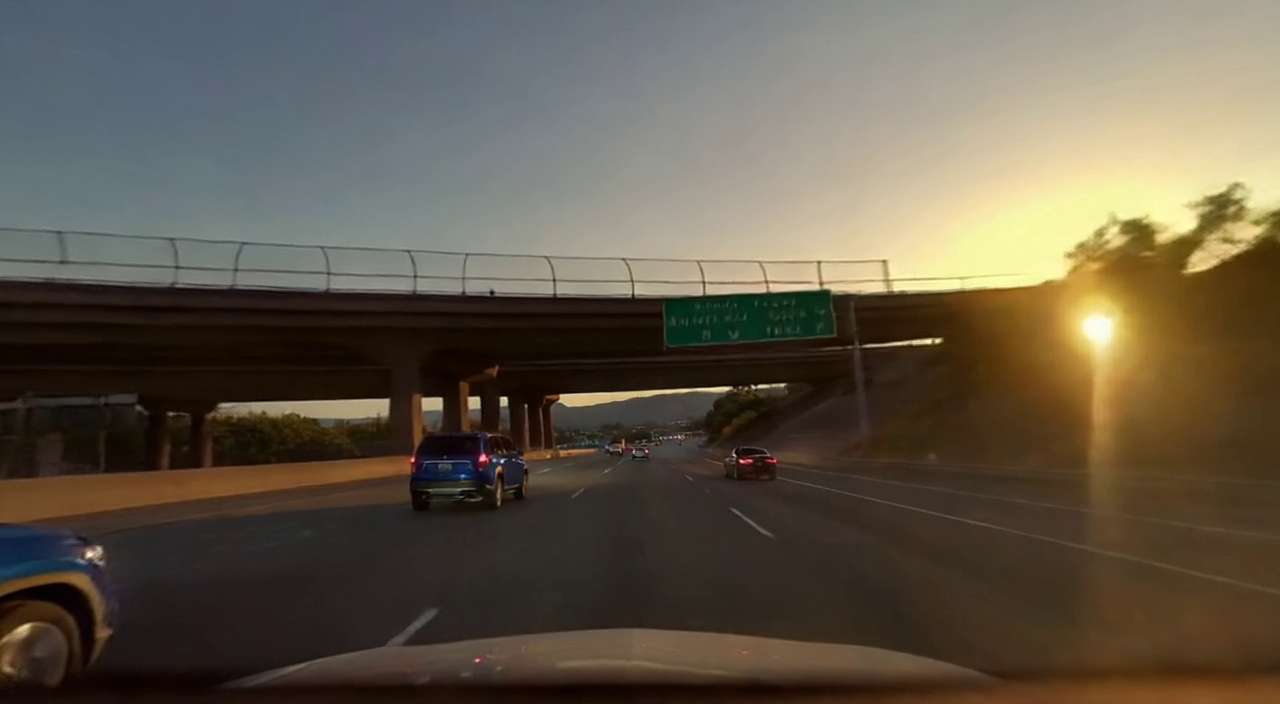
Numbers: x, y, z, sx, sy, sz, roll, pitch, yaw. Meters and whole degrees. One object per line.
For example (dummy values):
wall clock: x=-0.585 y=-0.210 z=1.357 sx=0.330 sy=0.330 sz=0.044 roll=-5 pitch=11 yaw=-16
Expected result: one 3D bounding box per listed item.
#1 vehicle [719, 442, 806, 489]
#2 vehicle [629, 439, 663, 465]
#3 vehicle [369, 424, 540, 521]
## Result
vehicle: x=4.083 y=3.850 z=21.839 sx=2.083 sy=1.453 sz=4.307 roll=0 pitch=-8 yaw=-1
vehicle: x=0.470 y=7.498 z=47.498 sx=2.428 sy=1.841 sz=4.402 roll=0 pitch=-8 yaw=0
vehicle: x=-3.476 y=2.357 z=12.838 sx=2.193 sy=1.641 sz=4.077 roll=0 pitch=-8 yaw=1
